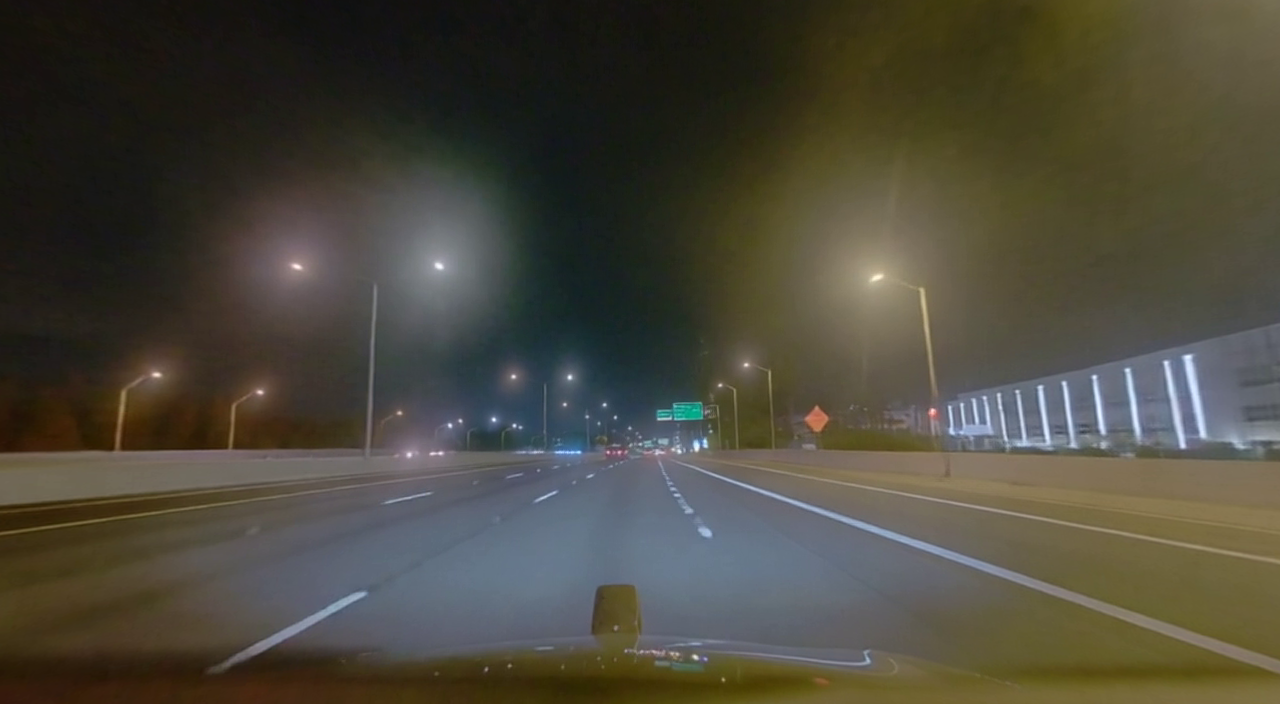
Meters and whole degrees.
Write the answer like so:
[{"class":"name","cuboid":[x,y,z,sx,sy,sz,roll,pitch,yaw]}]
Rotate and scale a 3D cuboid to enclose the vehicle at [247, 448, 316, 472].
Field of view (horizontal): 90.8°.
[{"class":"vehicle","cuboid":[-25.193,7.606,44.572,1.950,1.541,4.799,-1,-8,1]}]
